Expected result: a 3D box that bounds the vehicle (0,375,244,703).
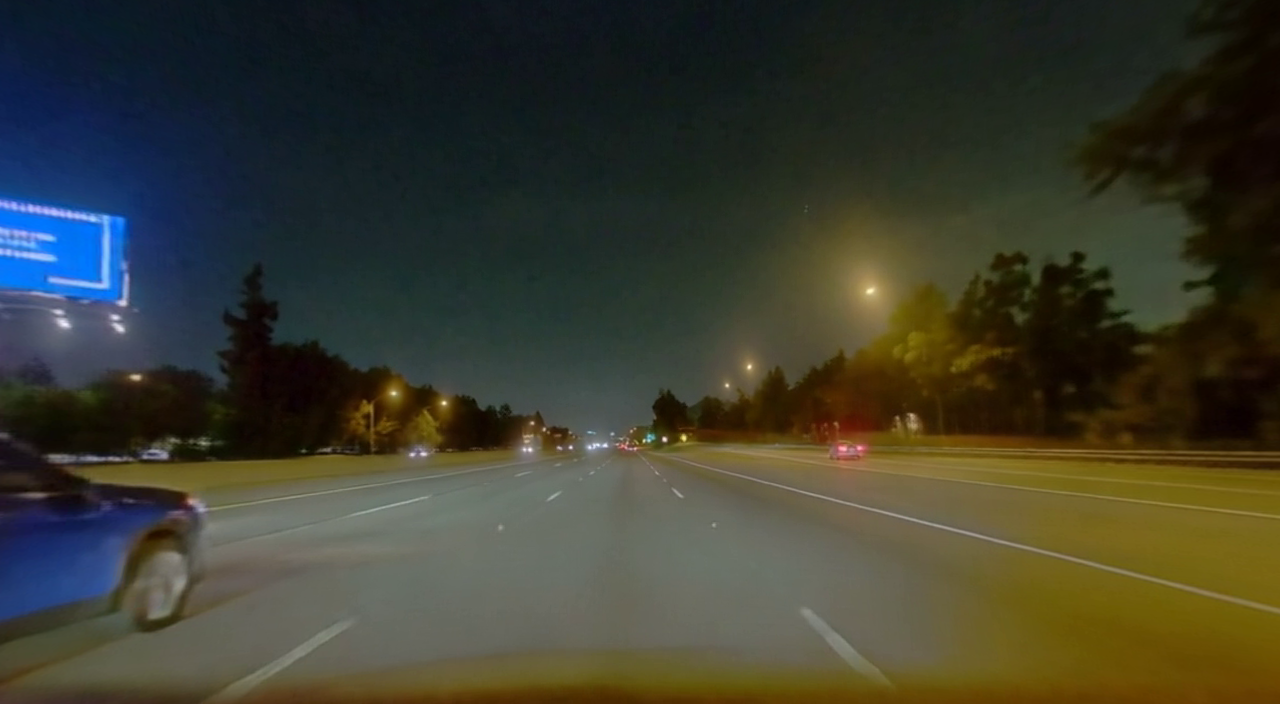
[{"bbox_3d":[-4.298,0.924,2.758,2.102,1.727,4.704,0,-9,-1],"label":"vehicle"}]
